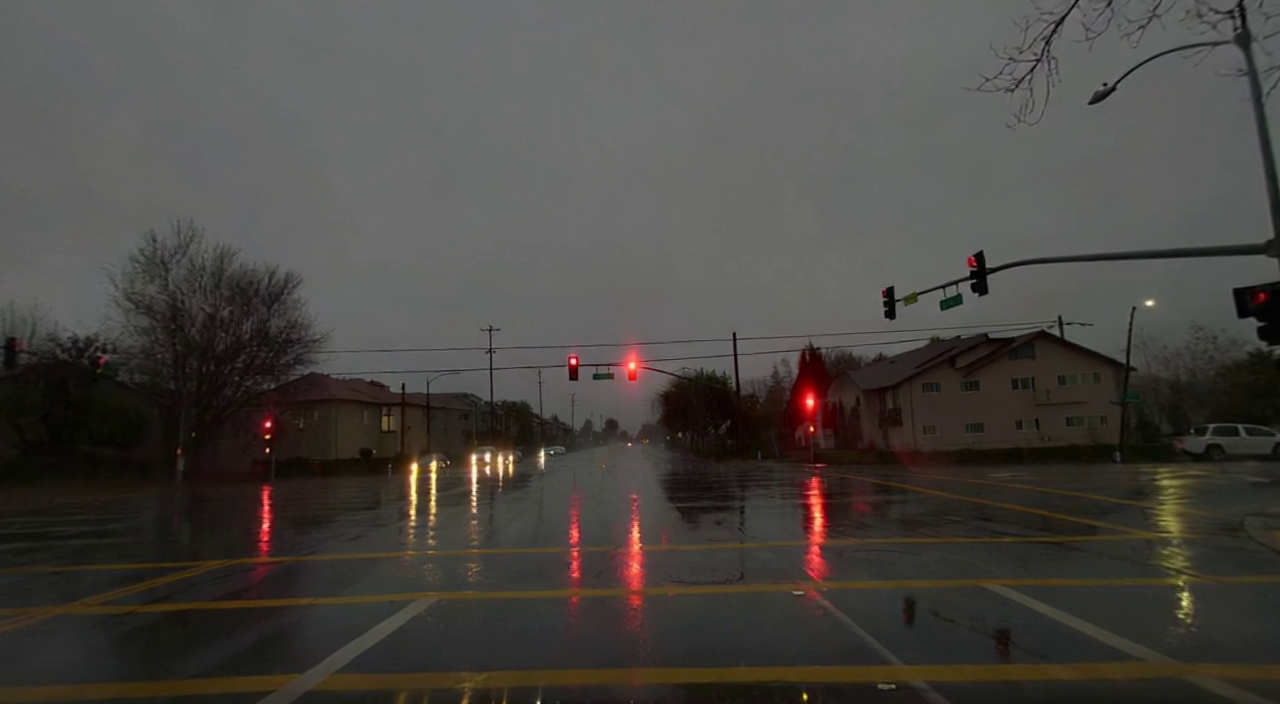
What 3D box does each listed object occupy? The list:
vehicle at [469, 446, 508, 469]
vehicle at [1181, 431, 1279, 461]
[{"bbox_3d":[-10.693,7.459,44.758,1.881,1.509,3.377,0,-9,1],"label":"vehicle"},{"bbox_3d":[31.321,4.887,33.016,4.318,1.488,1.870,0,-9,-1],"label":"vehicle"}]
